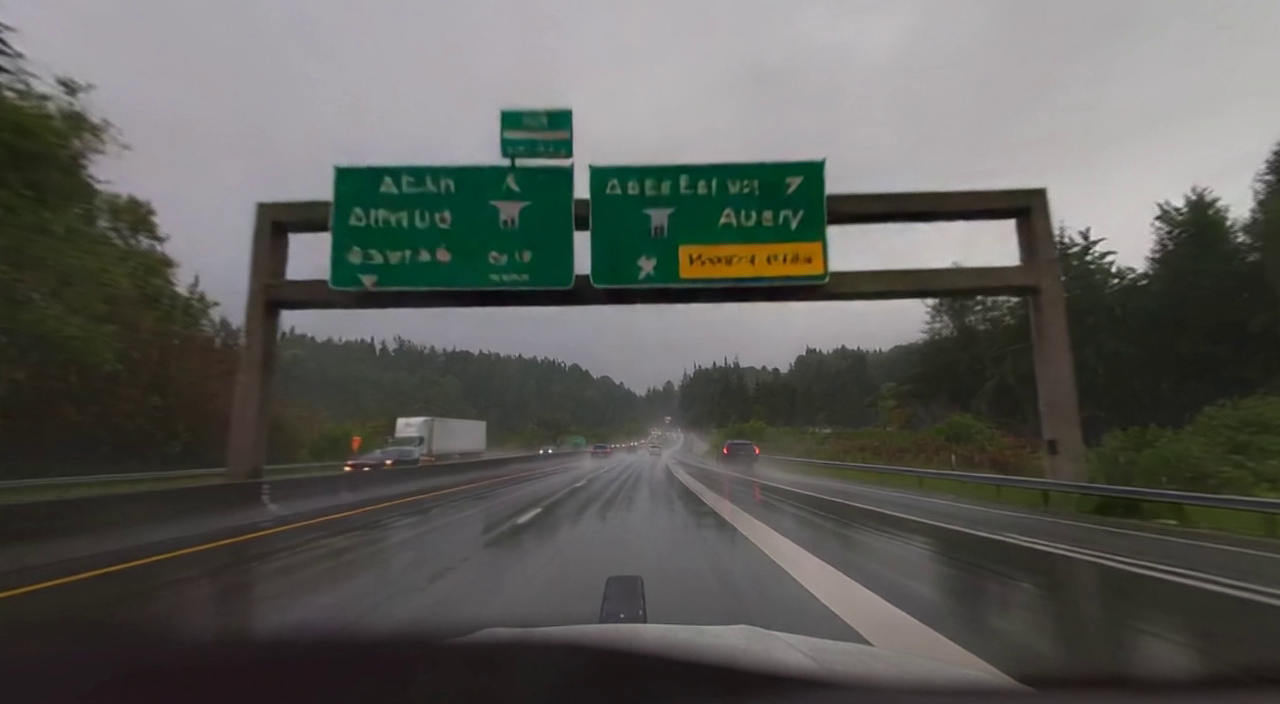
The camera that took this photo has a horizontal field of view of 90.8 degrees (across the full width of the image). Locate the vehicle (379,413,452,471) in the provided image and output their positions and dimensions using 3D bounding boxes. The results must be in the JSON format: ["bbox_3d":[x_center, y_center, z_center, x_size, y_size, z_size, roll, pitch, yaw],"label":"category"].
[{"bbox_3d":[-16.436,6.701,46.716,2.991,3.968,5.905,0,-9,2],"label":"vehicle"}]

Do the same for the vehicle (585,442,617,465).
[{"bbox_3d":[-2.874,7.630,47.702,2.037,1.638,4.274,0,-8,1],"label":"vehicle"}]

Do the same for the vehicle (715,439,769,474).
[{"bbox_3d":[5.128,5.300,32.257,2.021,1.639,4.203,0,-9,-1],"label":"vehicle"}]
